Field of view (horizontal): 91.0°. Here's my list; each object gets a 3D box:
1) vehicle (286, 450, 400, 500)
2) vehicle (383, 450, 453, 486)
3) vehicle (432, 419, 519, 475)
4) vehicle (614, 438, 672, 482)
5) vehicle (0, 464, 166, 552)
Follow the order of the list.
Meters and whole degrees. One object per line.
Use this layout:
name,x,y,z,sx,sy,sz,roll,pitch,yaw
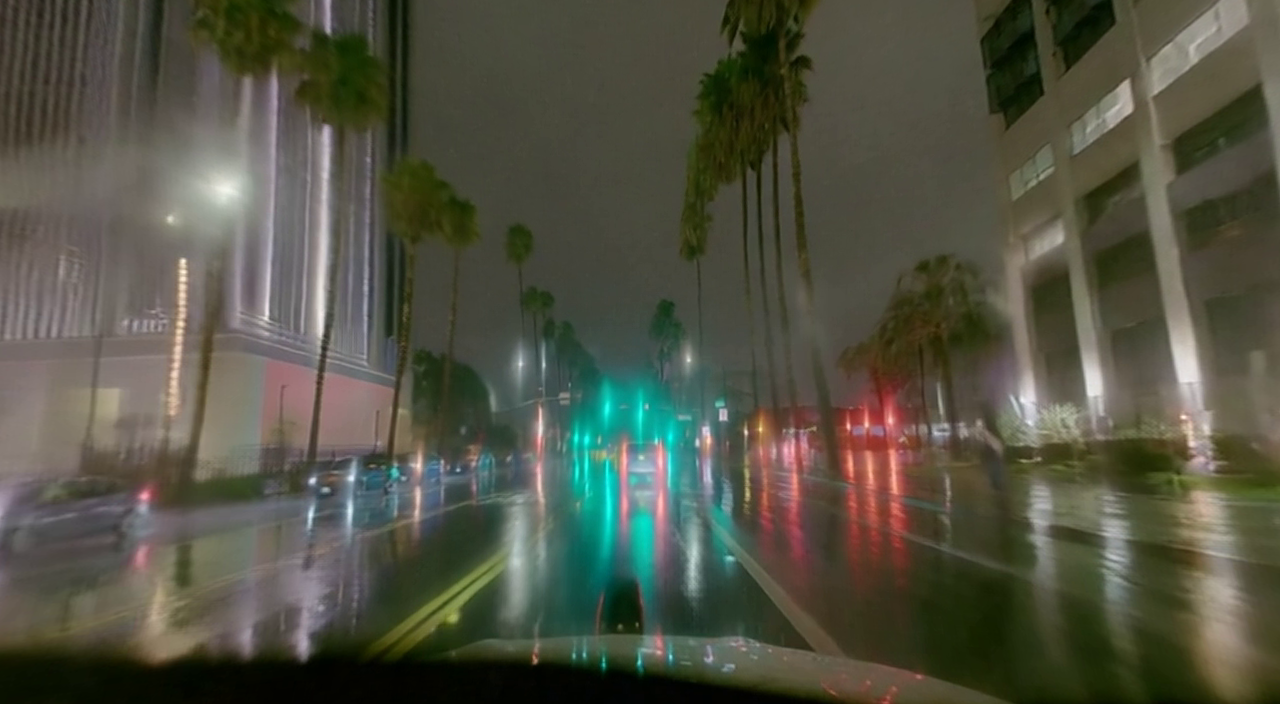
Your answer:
vehicle,-12.304,5.085,26.522,2.308,1.839,4.793,-1,-9,2
vehicle,-12.032,6.280,34.530,1.981,1.803,4.835,0,-9,1
vehicle,-12.062,7.198,47.569,3.058,3.443,12.503,-5,-9,0
vehicle,0.115,4.340,25.514,2.145,1.632,3.972,0,-9,0
vehicle,-12.410,3.169,12.786,1.914,1.551,4.634,-4,-12,0
